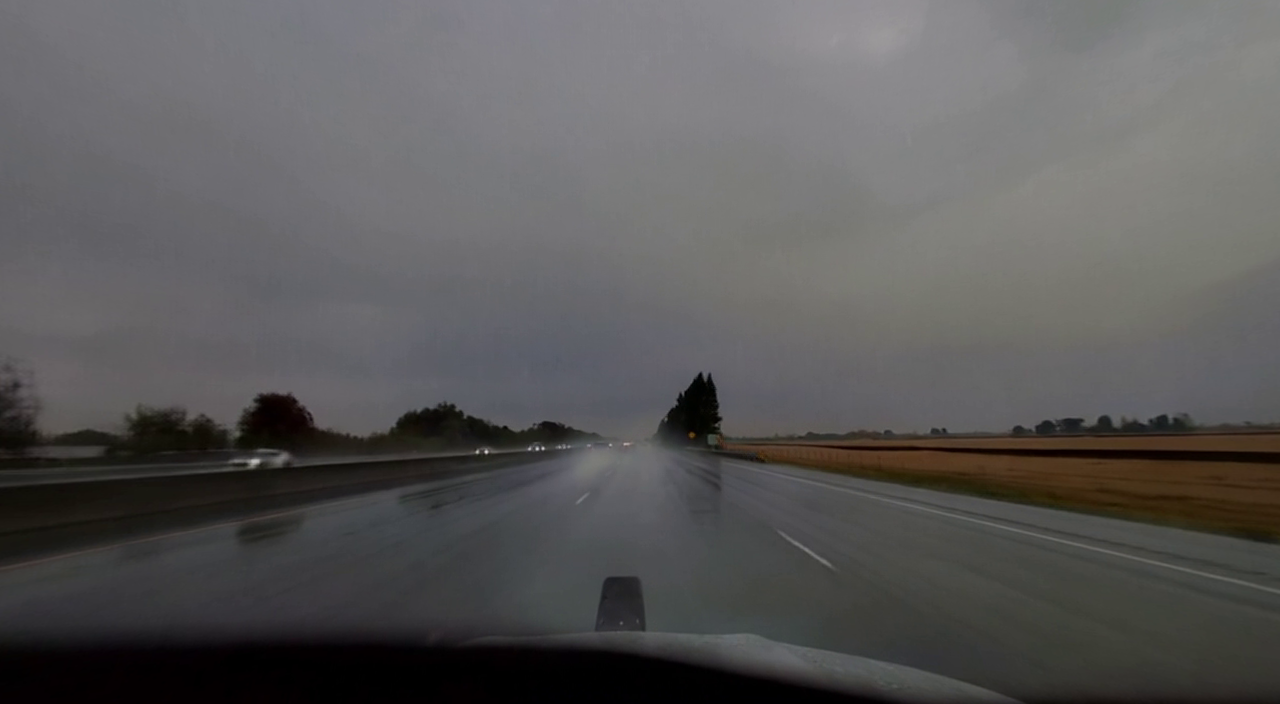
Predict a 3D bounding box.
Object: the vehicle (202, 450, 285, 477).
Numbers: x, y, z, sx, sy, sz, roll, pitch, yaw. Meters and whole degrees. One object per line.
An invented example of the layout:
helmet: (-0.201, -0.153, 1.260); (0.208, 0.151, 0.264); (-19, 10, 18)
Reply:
vehicle: (-24.465, 6.848, 39.099); (1.991, 1.525, 4.792); (0, -8, 0)
